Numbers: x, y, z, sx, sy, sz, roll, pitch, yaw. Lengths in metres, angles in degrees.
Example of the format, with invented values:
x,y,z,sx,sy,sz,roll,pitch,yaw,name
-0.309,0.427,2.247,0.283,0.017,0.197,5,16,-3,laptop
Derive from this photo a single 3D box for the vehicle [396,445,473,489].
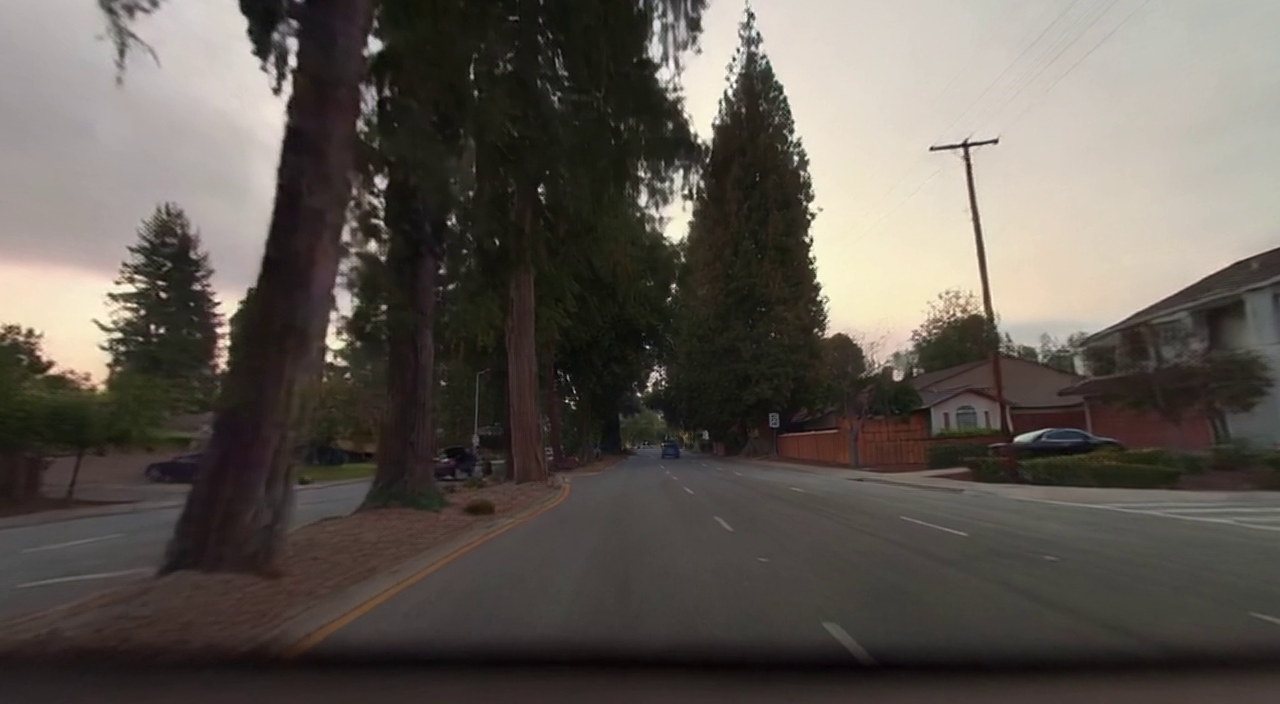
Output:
x,y,z,sx,sy,sz,roll,pitch,yaw,name
-8.978,5.011,27.994,1.964,1.722,4.403,-1,-8,-1,vehicle

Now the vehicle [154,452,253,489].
x,y,z,sx,sy,sz,roll,pitch,yaw,name
-21.737,5.867,31.704,1.860,1.663,4.418,0,-8,-1,vehicle
